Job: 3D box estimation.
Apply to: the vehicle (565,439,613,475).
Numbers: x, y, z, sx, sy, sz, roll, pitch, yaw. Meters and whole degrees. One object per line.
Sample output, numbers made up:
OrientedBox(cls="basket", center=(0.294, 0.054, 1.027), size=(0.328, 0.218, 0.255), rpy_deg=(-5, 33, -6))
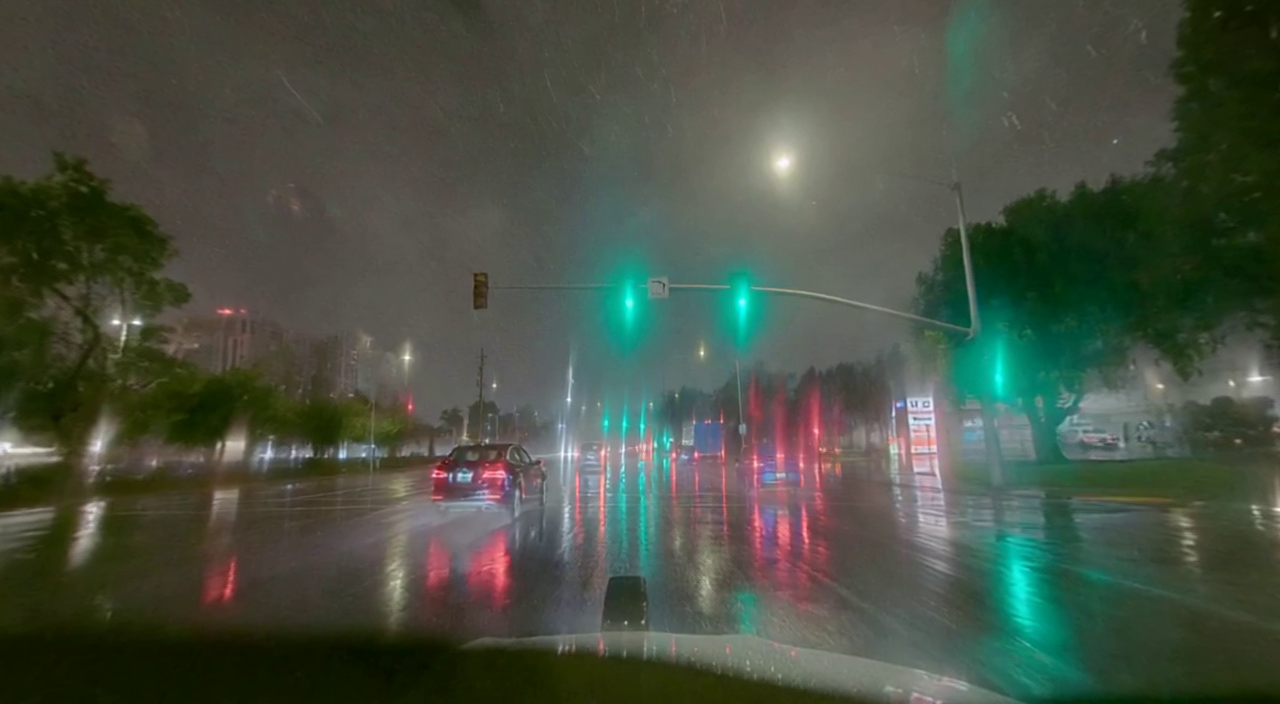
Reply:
OrientedBox(cls="vehicle", center=(-2.683, 5.630, 34.161), size=(2.137, 1.796, 4.304), rpy_deg=(0, -8, 1))

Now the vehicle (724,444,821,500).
OrientedBox(cls="vehicle", center=(3.775, 3.487, 18.737), size=(1.972, 1.452, 4.189), rpy_deg=(0, -8, 0))

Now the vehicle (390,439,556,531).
OrientedBox(cls="vehicle", center=(-3.058, 2.531, 12.663), size=(2.003, 1.509, 4.396), rpy_deg=(0, -8, 2))

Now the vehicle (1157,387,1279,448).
OrientedBox(cls="vehicle", center=(38.082, 4.336, 40.187), size=(2.730, 3.464, 8.553), rpy_deg=(-1, -8, 0))

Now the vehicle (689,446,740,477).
OrientedBox(cls="vehicle", center=(3.740, 5.575, 32.336), size=(2.020, 1.461, 4.326), rpy_deg=(0, -8, -1))
